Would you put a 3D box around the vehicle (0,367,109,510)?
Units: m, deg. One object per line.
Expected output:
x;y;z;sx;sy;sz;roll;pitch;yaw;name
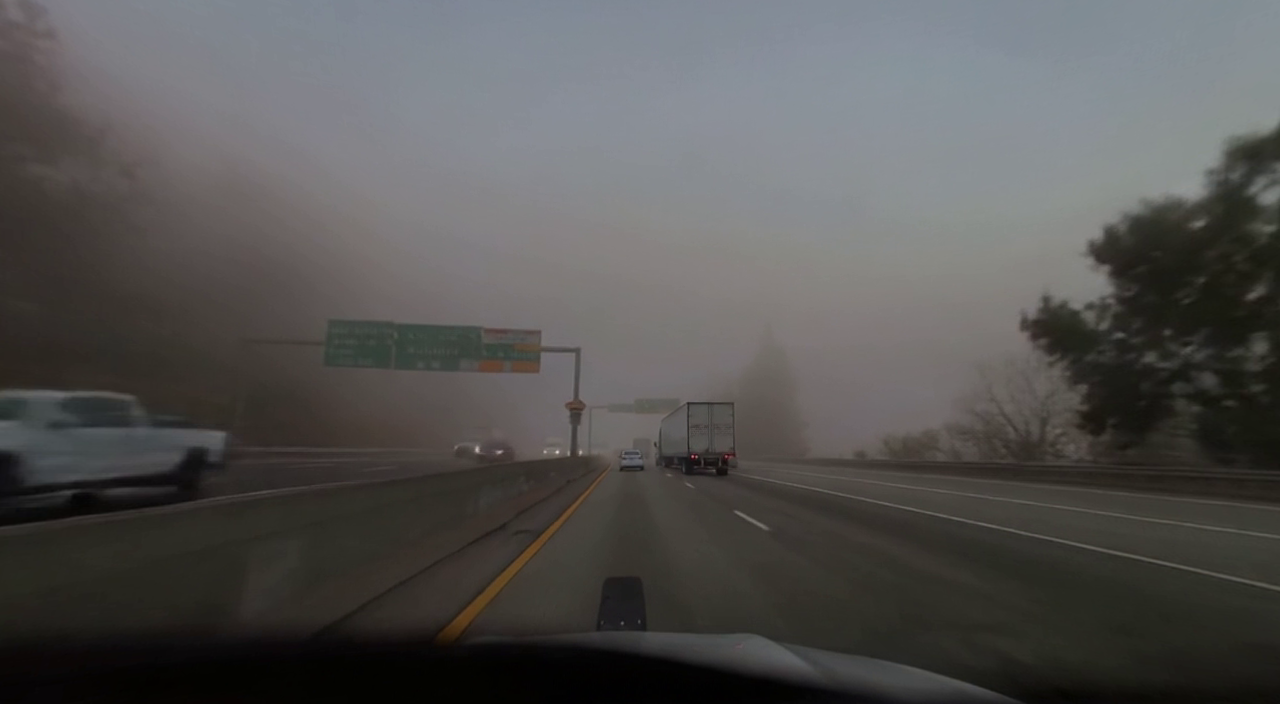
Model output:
-7.631;0.789;5.846;1.877;1.481;4.062;0;-9;-1;vehicle

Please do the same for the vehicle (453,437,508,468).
-8.293;5.279;33.085;2.005;1.497;4.075;0;-9;-3;vehicle

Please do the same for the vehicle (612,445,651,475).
-0.531;6.197;36.415;2.111;1.599;3.859;0;-9;-2;vehicle

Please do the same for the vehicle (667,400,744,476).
3.735;5.535;39.803;2.931;4.009;12.800;0;-9;-2;vehicle
